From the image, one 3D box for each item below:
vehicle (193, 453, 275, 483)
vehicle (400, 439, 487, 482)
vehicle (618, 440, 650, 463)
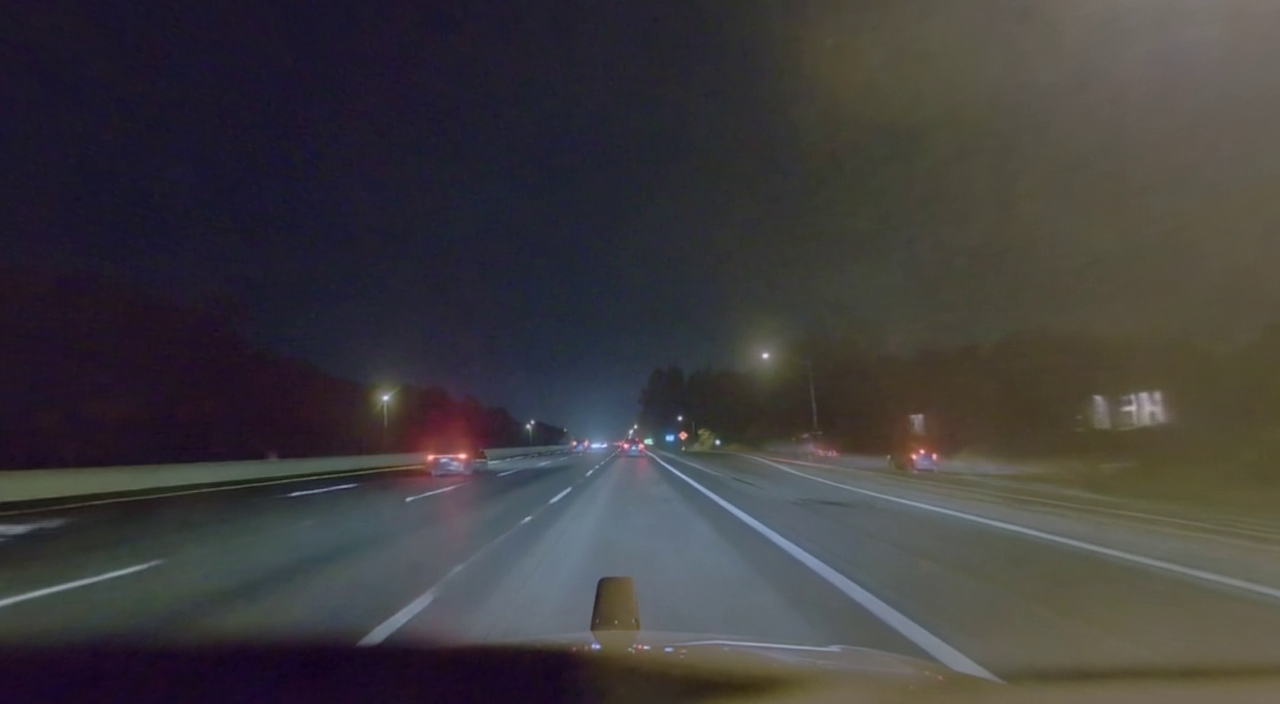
[{"bbox_3d":[-22.668,6.475,35.371,1.827,1.429,4.211,0,-8,-1],"label":"vehicle"},{"bbox_3d":[-7.535,4.185,24.668,1.939,1.504,4.727,0,-8,-1],"label":"vehicle"},{"bbox_3d":[-0.438,6.753,42.972,2.072,1.440,3.690,0,-8,-1],"label":"vehicle"}]
